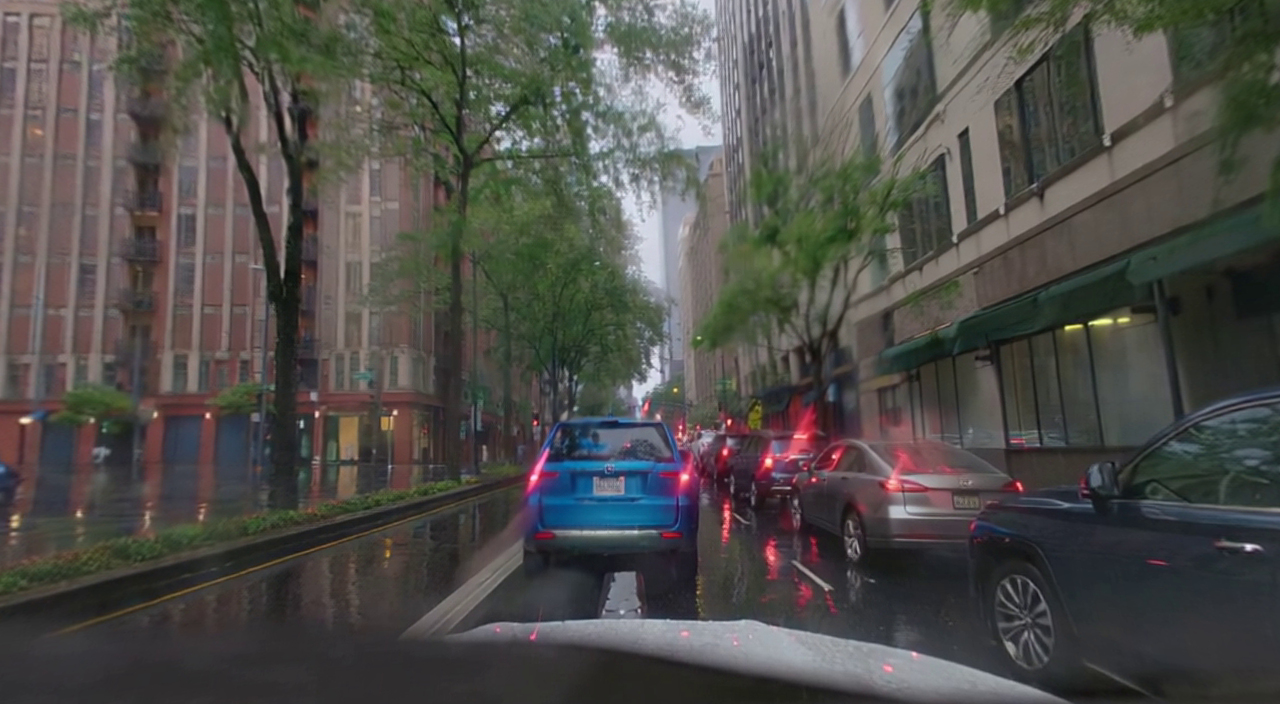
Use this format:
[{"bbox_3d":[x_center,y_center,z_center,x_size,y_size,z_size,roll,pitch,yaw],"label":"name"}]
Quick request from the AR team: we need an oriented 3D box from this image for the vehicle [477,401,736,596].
[{"bbox_3d":[-0.343,1.583,7.626,2.249,1.684,4.084,0,-9,-2],"label":"vehicle"}]

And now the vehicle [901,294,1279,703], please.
[{"bbox_3d":[2.999,0.753,2.241,2.063,1.760,4.664,0,-9,-1],"label":"vehicle"}]

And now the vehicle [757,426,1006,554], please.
[{"bbox_3d":[3.287,1.978,9.823,1.941,1.482,4.632,0,-9,-2],"label":"vehicle"}]
